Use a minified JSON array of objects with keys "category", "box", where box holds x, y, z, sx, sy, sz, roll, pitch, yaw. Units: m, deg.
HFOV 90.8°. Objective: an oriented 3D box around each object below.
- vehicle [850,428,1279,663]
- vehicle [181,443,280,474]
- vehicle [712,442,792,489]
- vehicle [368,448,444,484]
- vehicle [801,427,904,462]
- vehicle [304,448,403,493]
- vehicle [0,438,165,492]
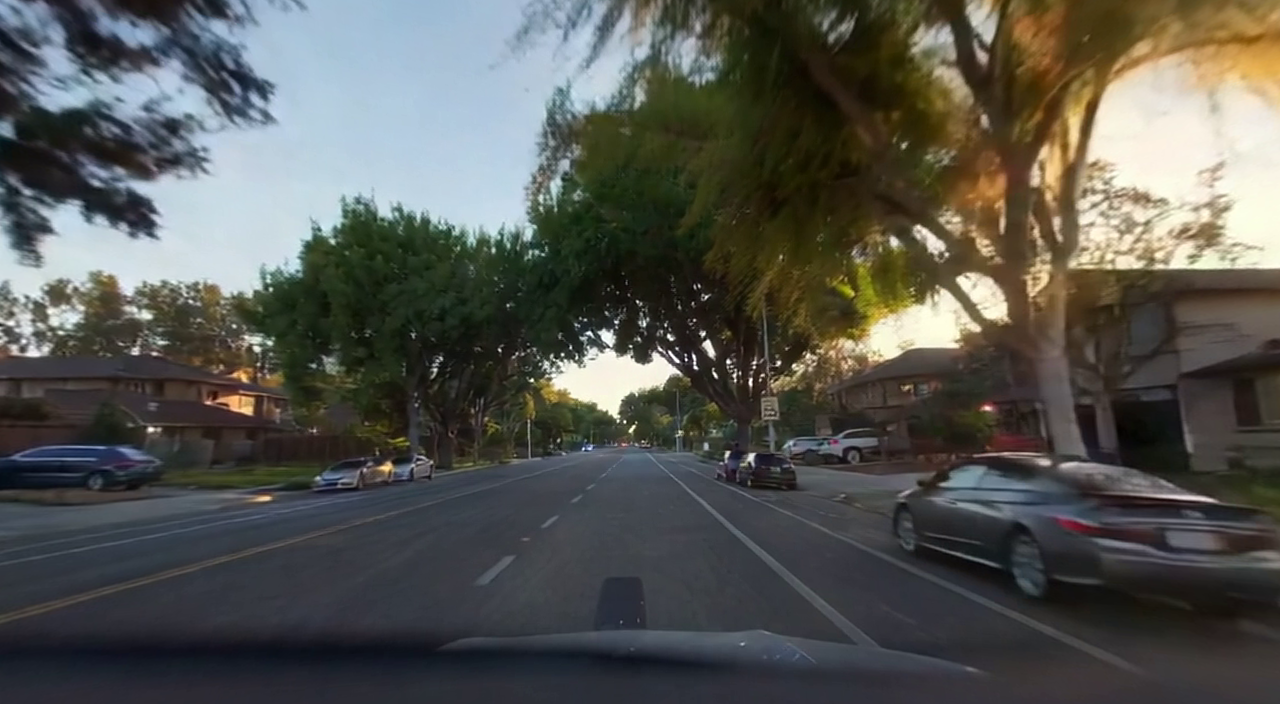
[{"category":"vehicle","box":[4.081,1.609,6.509,1.997,1.510,4.555,0,-9,-4]},{"category":"vehicle","box":[-23.892,6.205,37.015,4.304,1.755,2.047,0,-9,-1]},{"category":"vehicle","box":[3.887,4.020,22.799,2.002,1.493,4.652,0,-9,-1]},{"category":"vehicle","box":[-11.015,5.354,30.119,1.883,1.565,4.696,0,-9,-1]},{"category":"vehicle","box":[12.687,5.546,37.983,5.279,2.003,2.233,0,-9,-2]},{"category":"vehicle","box":[-11.021,4.552,24.674,1.895,1.551,4.229,0,-9,0]},{"category":"vehicle","box":[-20.033,3.903,22.001,5.216,1.780,2.045,0,-9,-1]}]
